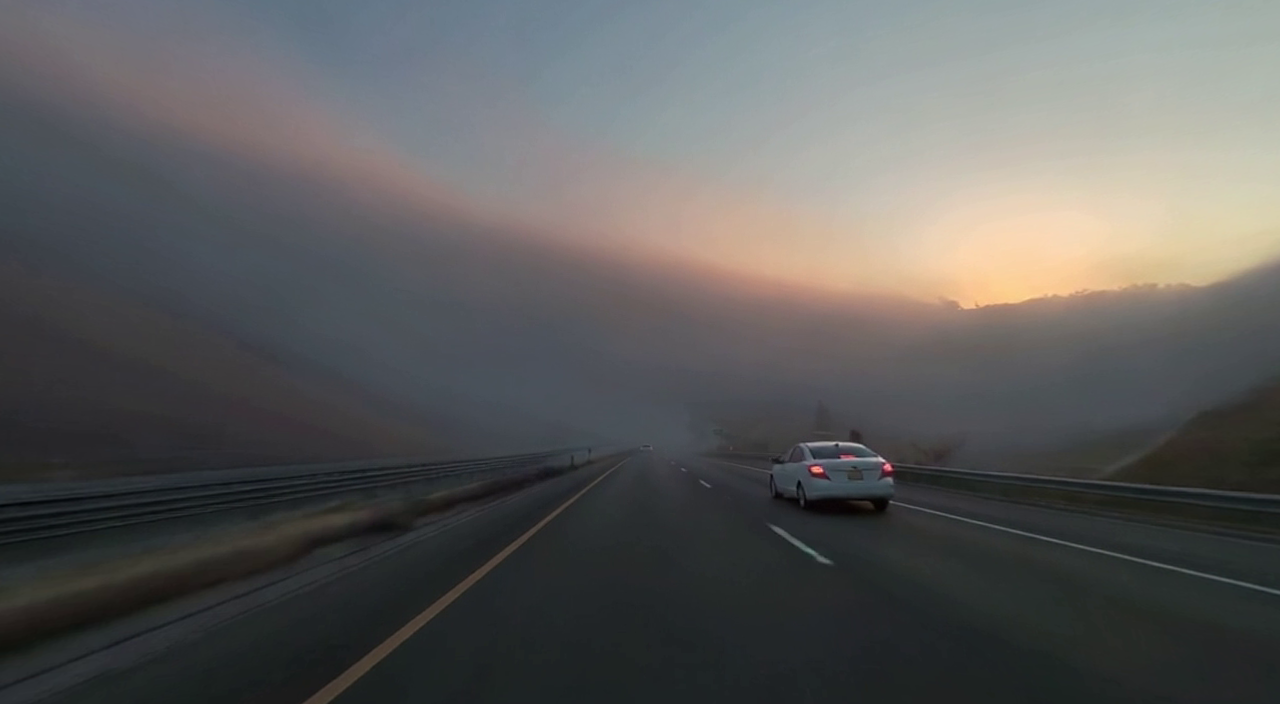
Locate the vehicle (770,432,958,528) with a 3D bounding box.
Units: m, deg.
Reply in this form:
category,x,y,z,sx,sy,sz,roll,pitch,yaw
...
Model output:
category,x,y,z,sx,sy,sz,roll,pitch,yaw
vehicle,4.049,2.385,12.413,1.960,1.516,4.657,0,-8,0
